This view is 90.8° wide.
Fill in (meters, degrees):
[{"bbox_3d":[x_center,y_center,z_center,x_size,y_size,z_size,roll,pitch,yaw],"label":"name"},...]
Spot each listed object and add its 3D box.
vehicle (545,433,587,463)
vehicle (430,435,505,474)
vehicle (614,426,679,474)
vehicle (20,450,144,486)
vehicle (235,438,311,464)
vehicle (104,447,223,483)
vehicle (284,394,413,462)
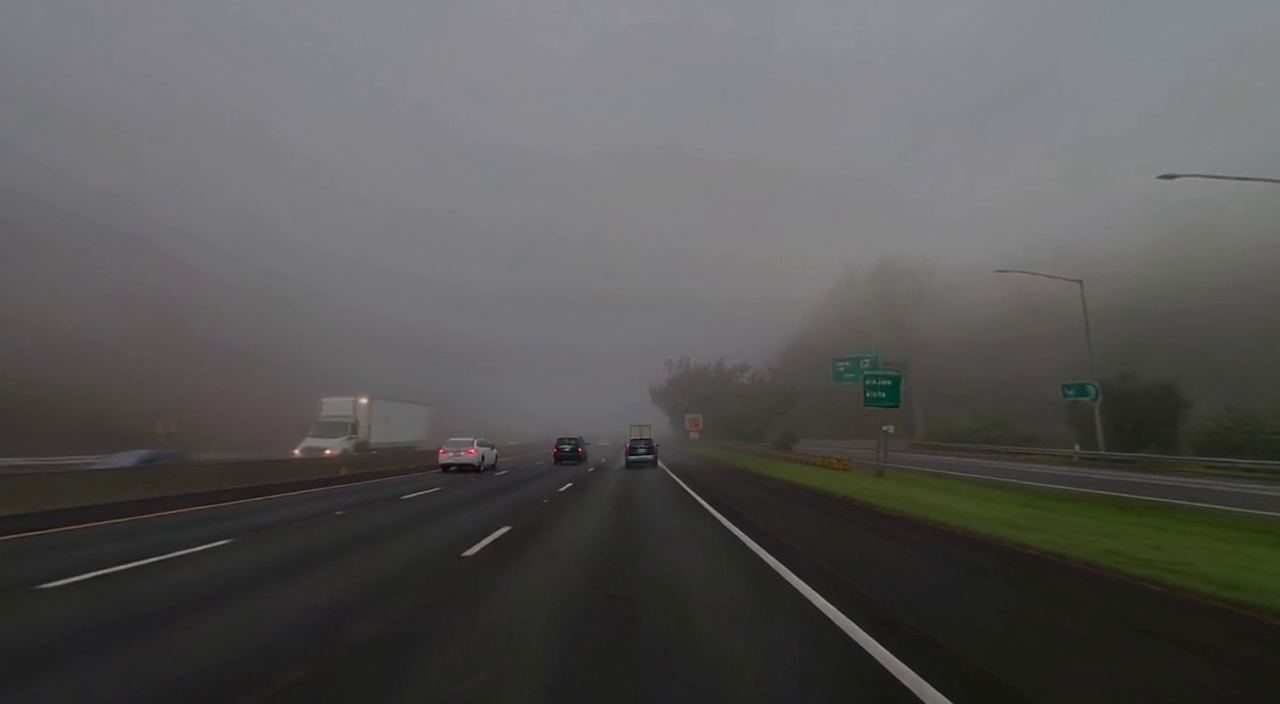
[{"bbox_3d":[-4.393,5.792,38.261,2.044,1.717,4.421,0,-8,0],"label":"vehicle"},{"bbox_3d":[-7.890,4.731,29.435,2.195,1.652,4.733,0,-8,0],"label":"vehicle"},{"bbox_3d":[0.184,3.963,25.621,2.378,1.750,4.355,0,-8,-1],"label":"vehicle"},{"bbox_3d":[-25.069,5.191,28.607,1.873,1.435,4.122,0,-8,0],"label":"vehicle"},{"bbox_3d":[-25.401,6.872,43.997,1.861,1.717,5.766,0,-8,-1],"label":"vehicle"},{"bbox_3d":[-21.180,4.994,28.359,1.839,1.455,4.501,0,-8,0],"label":"vehicle"},{"bbox_3d":[-18.099,5.016,40.490,3.029,3.729,11.072,0,-8,-1],"label":"vehicle"}]
